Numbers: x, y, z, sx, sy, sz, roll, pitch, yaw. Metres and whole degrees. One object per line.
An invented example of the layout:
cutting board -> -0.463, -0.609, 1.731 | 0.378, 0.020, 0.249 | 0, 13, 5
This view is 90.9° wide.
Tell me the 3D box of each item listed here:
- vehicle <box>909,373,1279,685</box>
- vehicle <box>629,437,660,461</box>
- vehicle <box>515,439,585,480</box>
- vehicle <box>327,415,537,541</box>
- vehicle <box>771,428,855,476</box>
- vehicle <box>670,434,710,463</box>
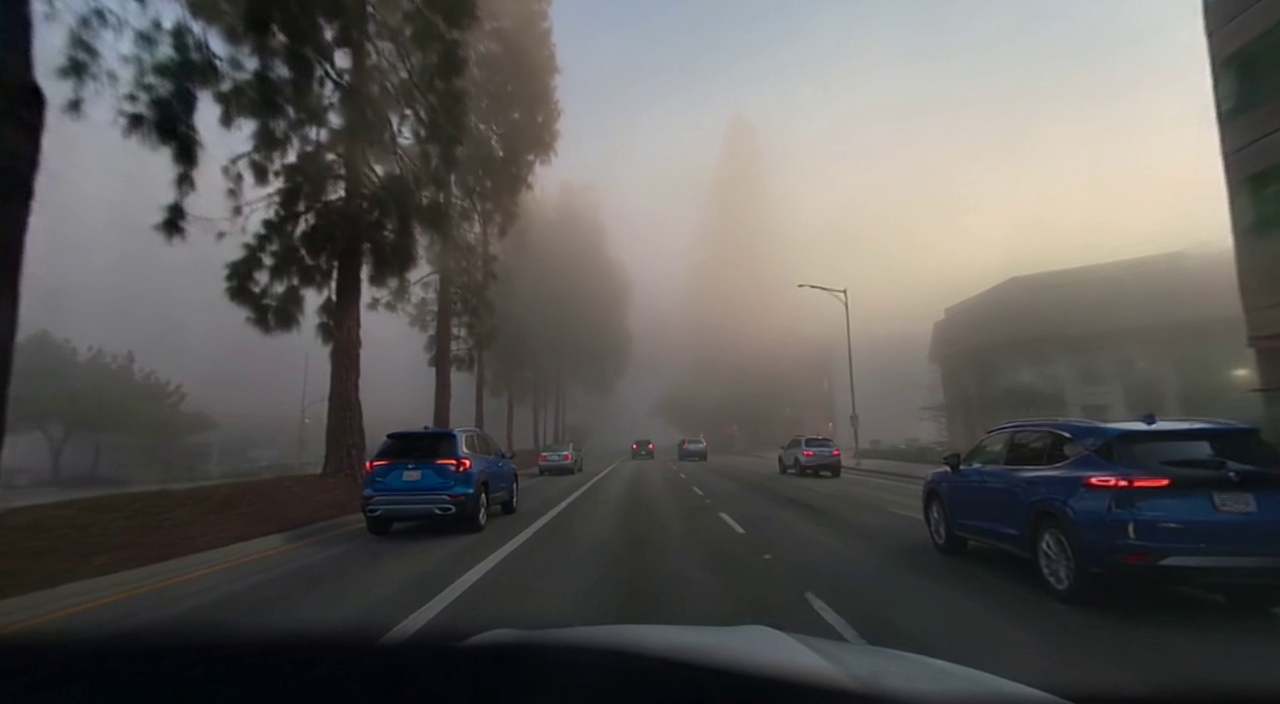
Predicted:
vehicle -> 4.323, 1.275, 5.649 | 2.088, 1.666, 4.512 | -1, -9, 4
vehicle -> 0.314, 7.526, 48.894 | 2.304, 1.795, 4.526 | 0, -9, 0
vehicle -> -3.453, 4.244, 25.019 | 2.036, 1.465, 4.301 | 0, -9, 1
vehicle -> -3.259, 2.089, 11.020 | 2.141, 1.719, 4.379 | 0, -9, 0
vehicle -> 6.957, 4.089, 25.850 | 2.076, 1.793, 4.464 | 0, -9, -1
vehicle -> 3.269, 6.501, 42.293 | 2.178, 1.804, 4.766 | 0, -9, -1
